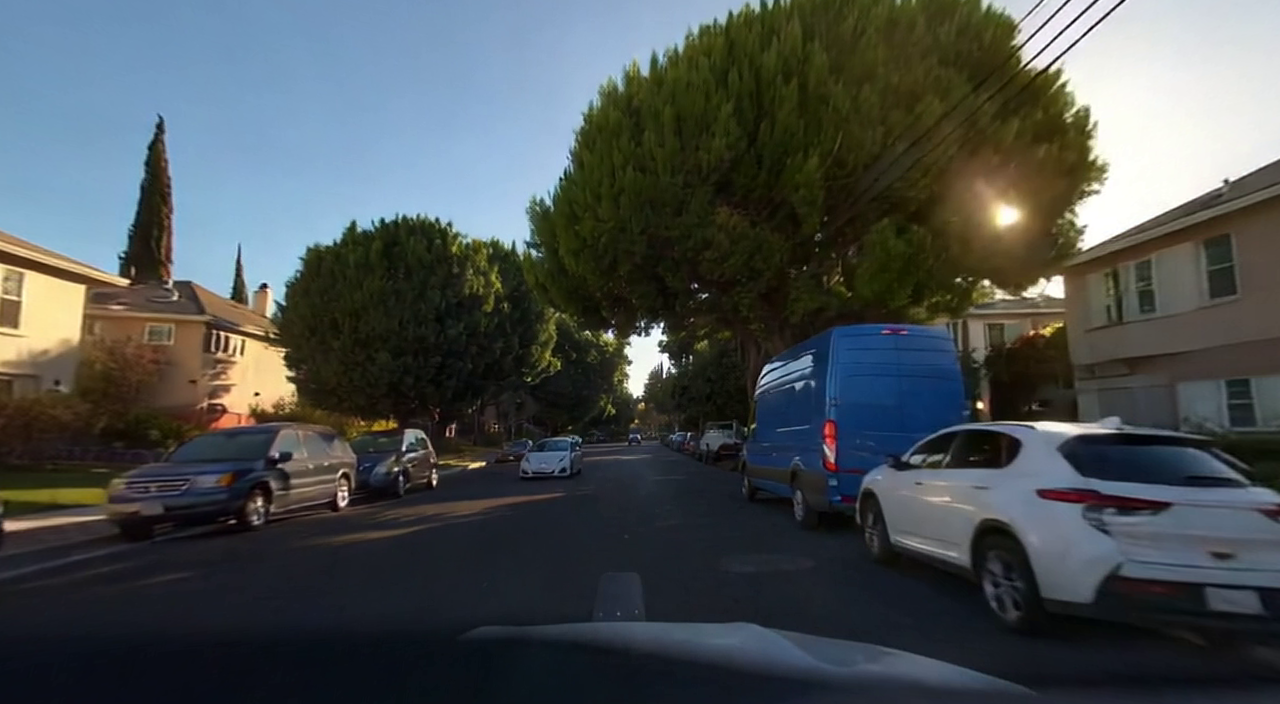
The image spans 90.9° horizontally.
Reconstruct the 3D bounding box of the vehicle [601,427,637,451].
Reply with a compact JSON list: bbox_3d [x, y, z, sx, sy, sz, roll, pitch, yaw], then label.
[{"bbox_3d":[-1.569,6.747,49.120,1.953,1.550,4.142,-5,-7,8],"label":"vehicle"}]

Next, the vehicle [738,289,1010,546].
[{"bbox_3d":[3.296,1.183,10.835,2.317,3.096,6.383,0,-8,2],"label":"vehicle"}]

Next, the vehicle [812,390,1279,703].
[{"bbox_3d":[2.984,1.228,5.239,1.955,1.500,4.410,0,-8,1],"label":"vehicle"}]

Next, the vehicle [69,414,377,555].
[{"bbox_3d":[-5.653,1.739,9.218,1.834,1.532,3.628,3,-6,3],"label":"vehicle"}]

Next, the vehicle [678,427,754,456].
[{"bbox_3d":[4.725,5.574,39.226,4.317,1.453,1.889,0,-8,-29],"label":"vehicle"}]

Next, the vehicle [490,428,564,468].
[{"bbox_3d":[-4.571,3.950,26.100,1.941,1.515,3.995,-1,-8,6],"label":"vehicle"}]
